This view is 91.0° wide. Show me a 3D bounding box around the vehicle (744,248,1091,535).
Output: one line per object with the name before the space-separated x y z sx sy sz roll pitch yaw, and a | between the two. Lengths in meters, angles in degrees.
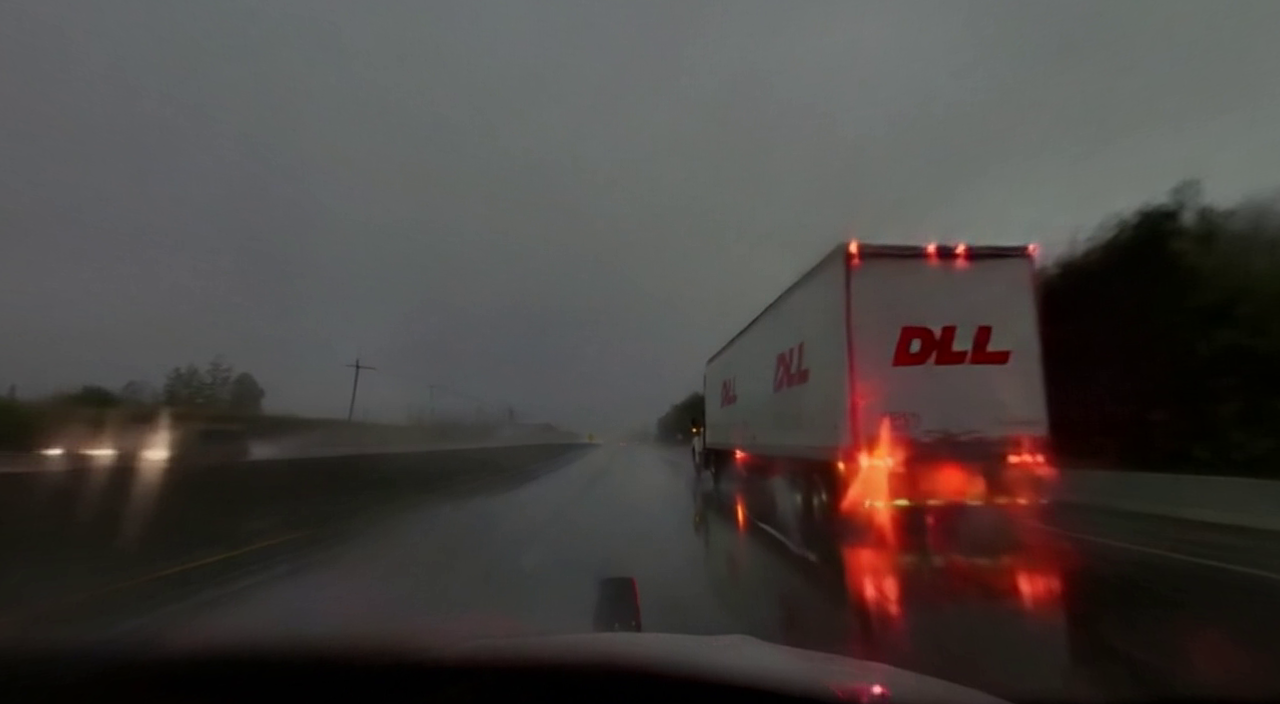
vehicle | 4.428 1.056 12.718 2.880 3.918 8.254 0 -8 -2

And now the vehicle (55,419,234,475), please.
vehicle | -15.126 2.942 19.647 1.880 1.528 4.663 0 -8 -2
